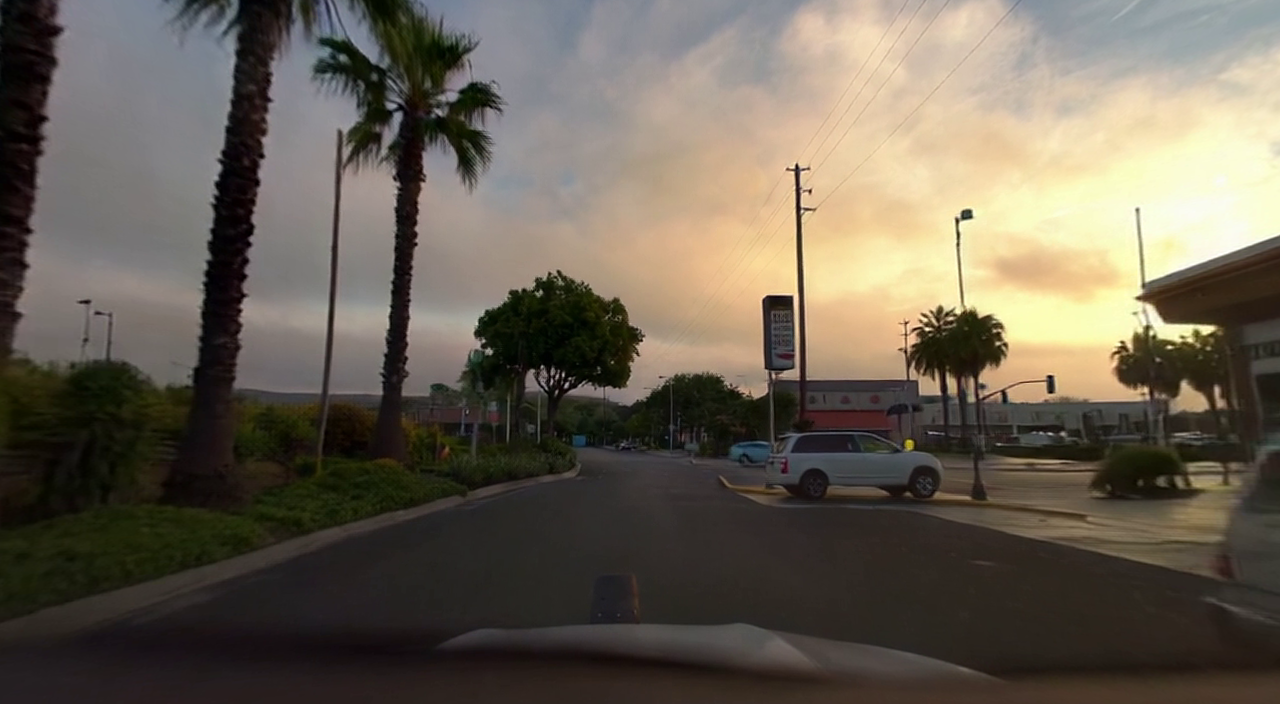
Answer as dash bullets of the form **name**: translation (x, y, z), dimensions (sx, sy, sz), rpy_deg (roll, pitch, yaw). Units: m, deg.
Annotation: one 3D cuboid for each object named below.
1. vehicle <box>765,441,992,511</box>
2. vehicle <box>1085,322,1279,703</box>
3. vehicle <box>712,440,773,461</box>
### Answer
- **vehicle**: translation (5.687, 2.959, 15.445), dimensions (4.742, 1.506, 1.919), rpy_deg (0, -7, -5)
- **vehicle**: translation (5.553, 0.865, 3.021), dimensions (5.491, 1.843, 2.103), rpy_deg (2, -10, -8)
- **vehicle**: translation (7.693, 7.455, 47.804), dimensions (4.287, 1.519, 1.753), rpy_deg (0, -9, -2)
